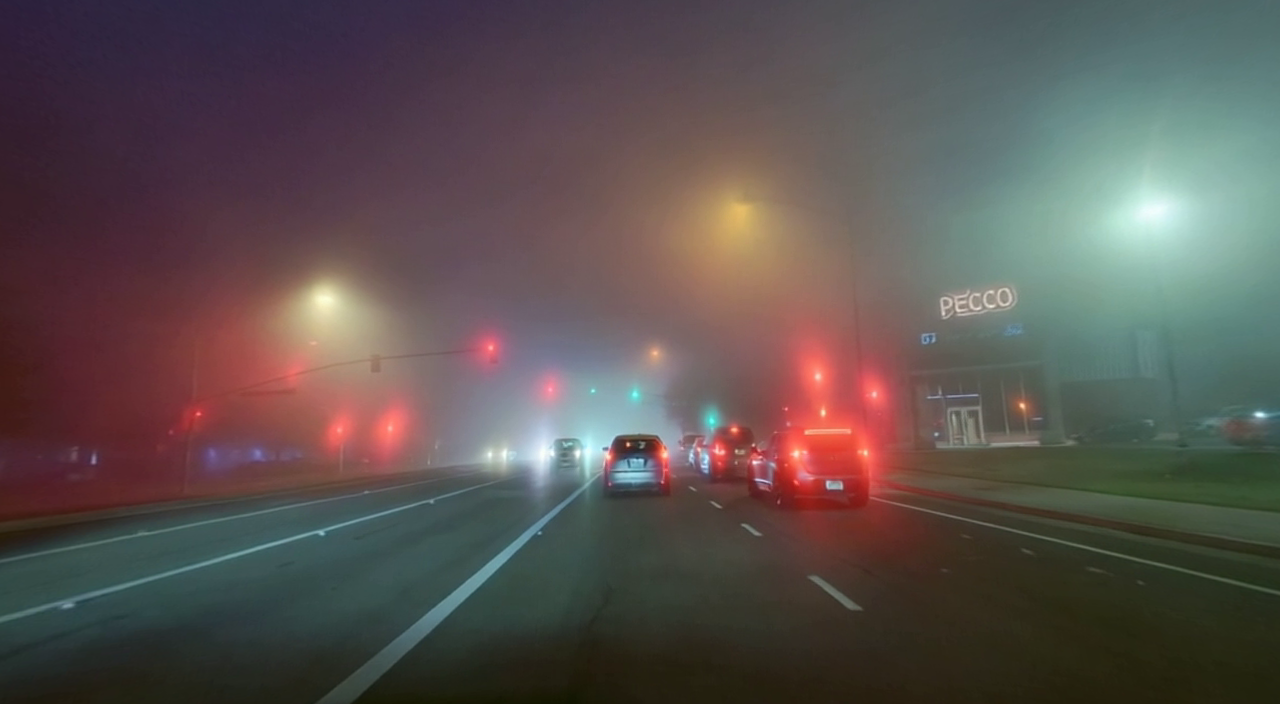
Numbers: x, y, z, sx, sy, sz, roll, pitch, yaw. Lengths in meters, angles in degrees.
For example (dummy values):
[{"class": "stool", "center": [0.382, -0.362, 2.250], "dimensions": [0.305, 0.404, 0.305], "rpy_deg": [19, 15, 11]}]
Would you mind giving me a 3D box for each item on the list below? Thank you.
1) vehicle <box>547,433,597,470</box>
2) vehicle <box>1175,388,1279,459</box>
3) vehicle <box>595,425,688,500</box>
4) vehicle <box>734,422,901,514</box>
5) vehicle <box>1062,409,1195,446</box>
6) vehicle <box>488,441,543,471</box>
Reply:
[{"class": "vehicle", "center": [-3.466, 5.190, 32.966], "dimensions": [2.106, 1.778, 4.444], "rpy_deg": [0, -9, 0]}, {"class": "vehicle", "center": [15.463, 1.666, 14.552], "dimensions": [4.344, 1.512, 1.936], "rpy_deg": [-1, -9, 3]}, {"class": "vehicle", "center": [-0.058, 2.842, 16.563], "dimensions": [2.146, 1.685, 4.003], "rpy_deg": [0, -9, -3]}, {"class": "vehicle", "center": [3.594, 2.458, 13.879], "dimensions": [2.198, 1.660, 4.512], "rpy_deg": [0, -9, -2]}, {"class": "vehicle", "center": [23.966, 3.744, 31.134], "dimensions": [4.854, 1.712, 2.017], "rpy_deg": [0, -9, -1]}, {"class": "vehicle", "center": [-6.534, 5.506, 33.650], "dimensions": [1.954, 1.473, 4.350], "rpy_deg": [0, -9, 1]}]
